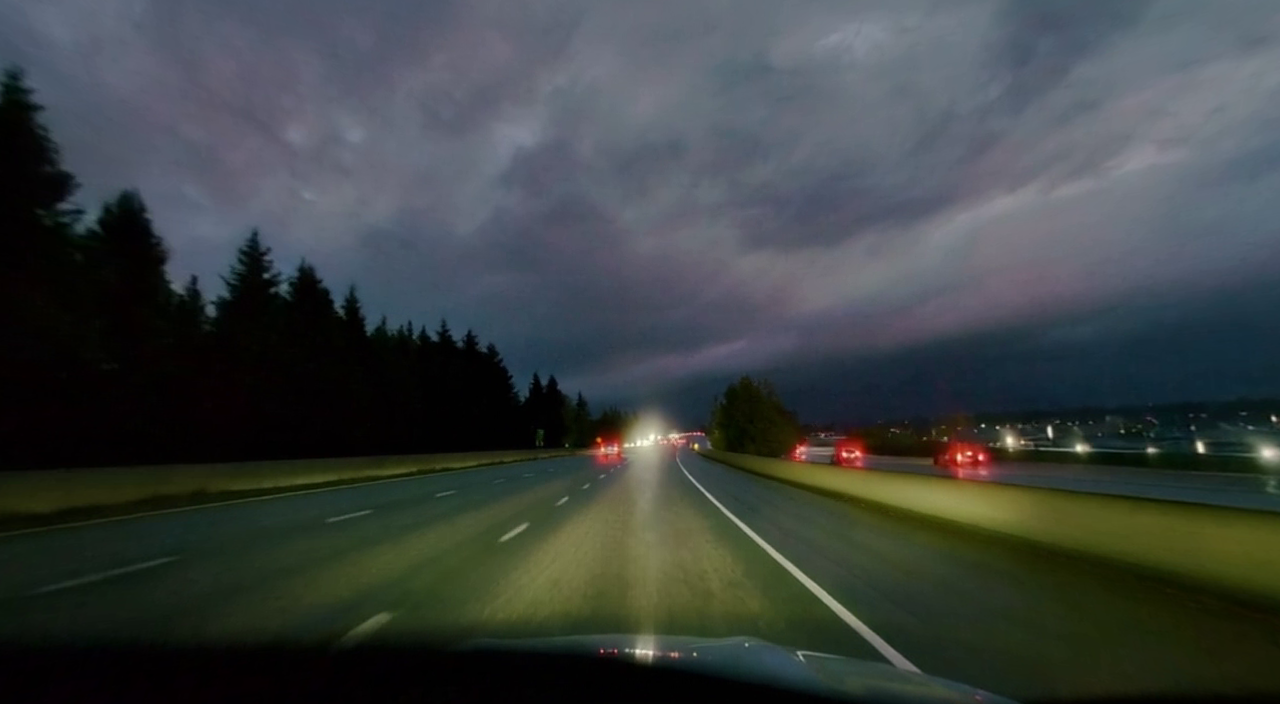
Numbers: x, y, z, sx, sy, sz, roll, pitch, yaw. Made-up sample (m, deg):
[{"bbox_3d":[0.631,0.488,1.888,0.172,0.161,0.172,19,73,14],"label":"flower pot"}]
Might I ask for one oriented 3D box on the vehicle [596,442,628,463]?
[{"bbox_3d":[-2.112,7.632,48.078,2.118,1.475,4.263,0,-8,1],"label":"vehicle"}]
